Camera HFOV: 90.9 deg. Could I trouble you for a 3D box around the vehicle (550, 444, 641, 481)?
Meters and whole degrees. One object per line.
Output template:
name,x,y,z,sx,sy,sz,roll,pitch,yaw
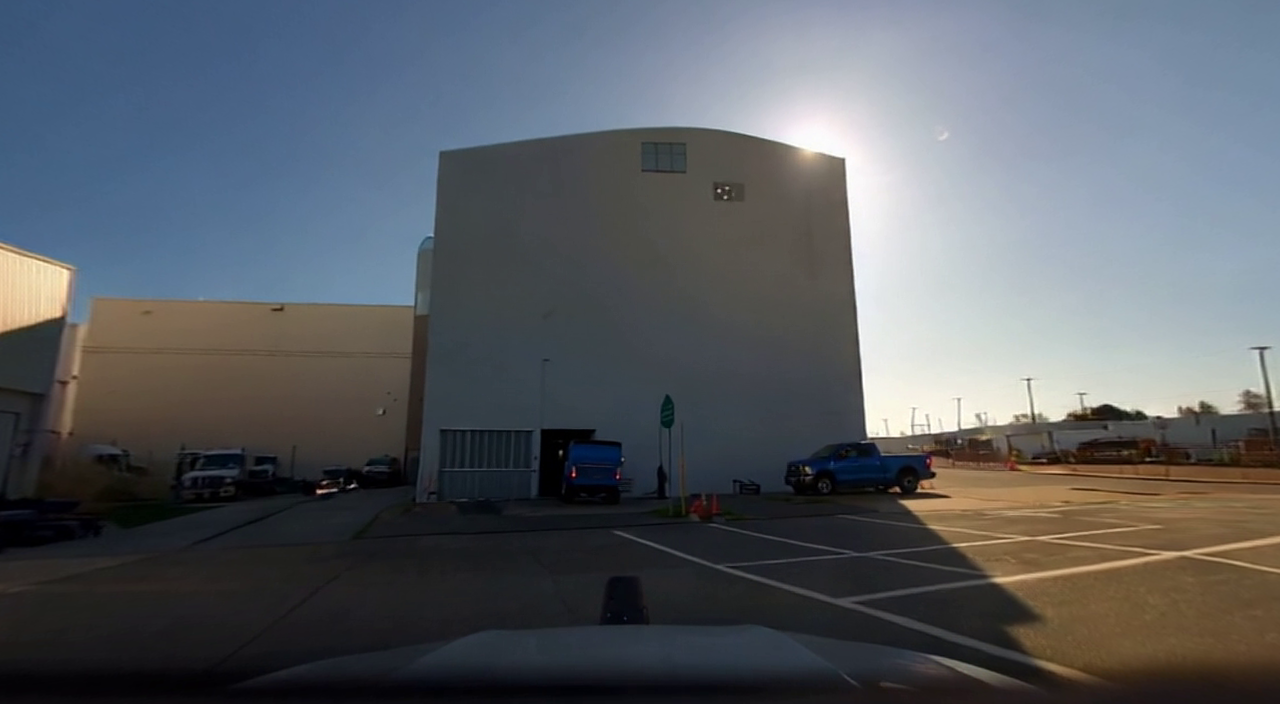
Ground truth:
vehicle,-2.700,6.608,38.058,5.207,2.103,1.997,2,-9,-15

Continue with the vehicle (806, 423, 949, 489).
vehicle,11.591,5.088,30.861,6.271,3.004,2.298,3,-11,-17
